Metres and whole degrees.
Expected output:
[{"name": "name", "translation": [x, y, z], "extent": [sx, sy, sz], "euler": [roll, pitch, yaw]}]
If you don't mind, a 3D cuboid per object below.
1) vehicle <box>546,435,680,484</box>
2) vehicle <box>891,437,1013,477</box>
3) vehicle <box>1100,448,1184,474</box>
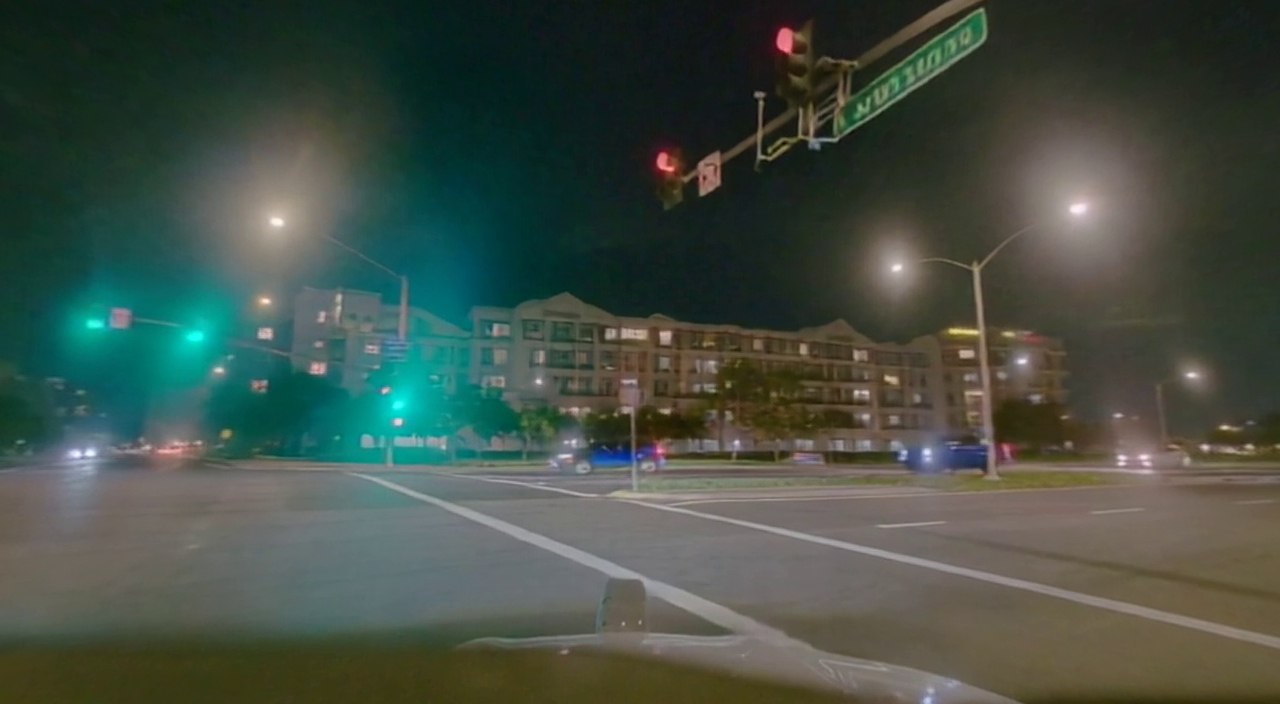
[{"name": "vehicle", "translation": [-1.036, 4.150, 24.530], "extent": [4.820, 1.751, 2.050], "euler": [4, -9, -25]}, {"name": "vehicle", "translation": [16.120, 5.385, 32.441], "extent": [5.841, 1.890, 2.273], "euler": [4, -9, -23]}, {"name": "vehicle", "translation": [31.194, 6.750, 39.030], "extent": [4.763, 1.490, 1.915], "euler": [3, -9, -23]}]
